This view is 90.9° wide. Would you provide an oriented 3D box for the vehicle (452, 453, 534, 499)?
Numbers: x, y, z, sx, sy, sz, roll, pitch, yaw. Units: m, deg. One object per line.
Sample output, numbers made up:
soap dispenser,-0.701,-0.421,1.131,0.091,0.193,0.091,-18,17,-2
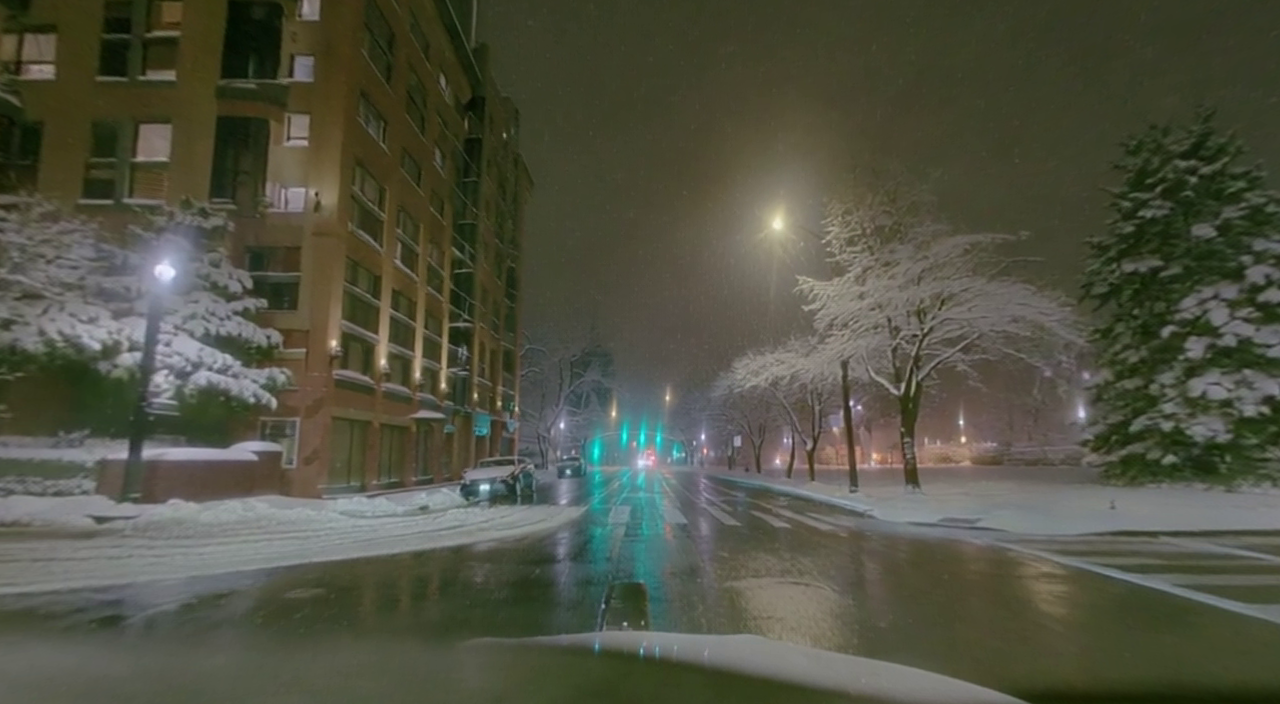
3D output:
vehicle,-5.819,4.947,25.596,2.223,1.658,4.621,0,-9,0
